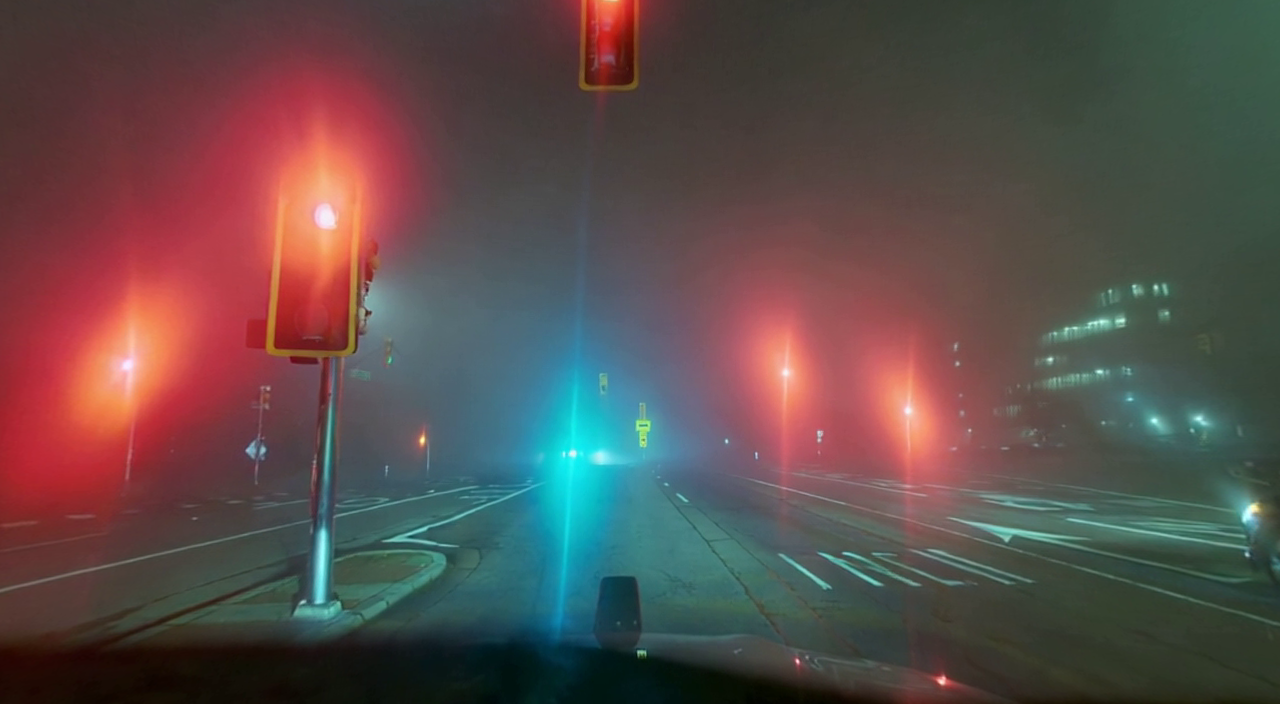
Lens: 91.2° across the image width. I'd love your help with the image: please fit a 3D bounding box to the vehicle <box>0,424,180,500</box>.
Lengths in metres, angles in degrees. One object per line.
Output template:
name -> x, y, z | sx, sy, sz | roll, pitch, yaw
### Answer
vehicle -> -24.975, 4.822, 27.578 | 7.088, 3.096, 2.678 | 0, -9, -2
